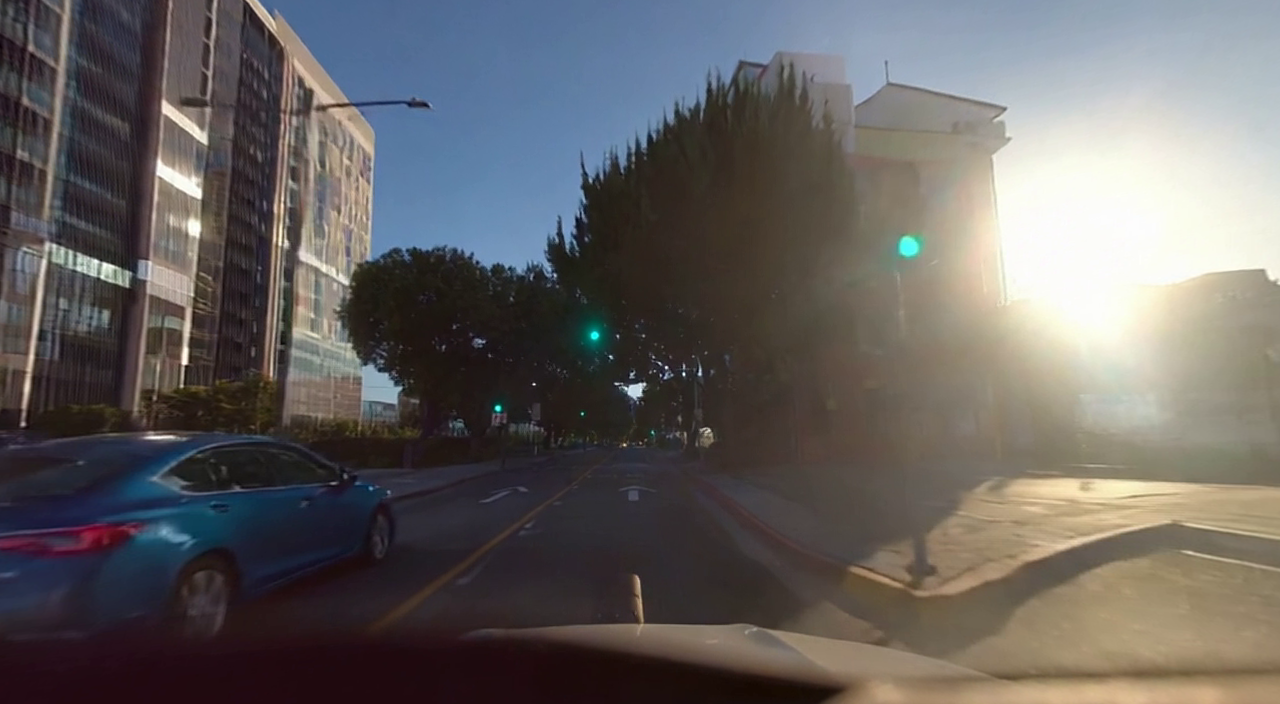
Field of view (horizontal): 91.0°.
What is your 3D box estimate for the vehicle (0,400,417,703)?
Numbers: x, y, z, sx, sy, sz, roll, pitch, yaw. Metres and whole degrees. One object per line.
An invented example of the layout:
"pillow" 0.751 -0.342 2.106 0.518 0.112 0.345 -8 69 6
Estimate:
"vehicle" -3.349 1.188 4.399 1.898 1.407 4.652 0 -8 0
